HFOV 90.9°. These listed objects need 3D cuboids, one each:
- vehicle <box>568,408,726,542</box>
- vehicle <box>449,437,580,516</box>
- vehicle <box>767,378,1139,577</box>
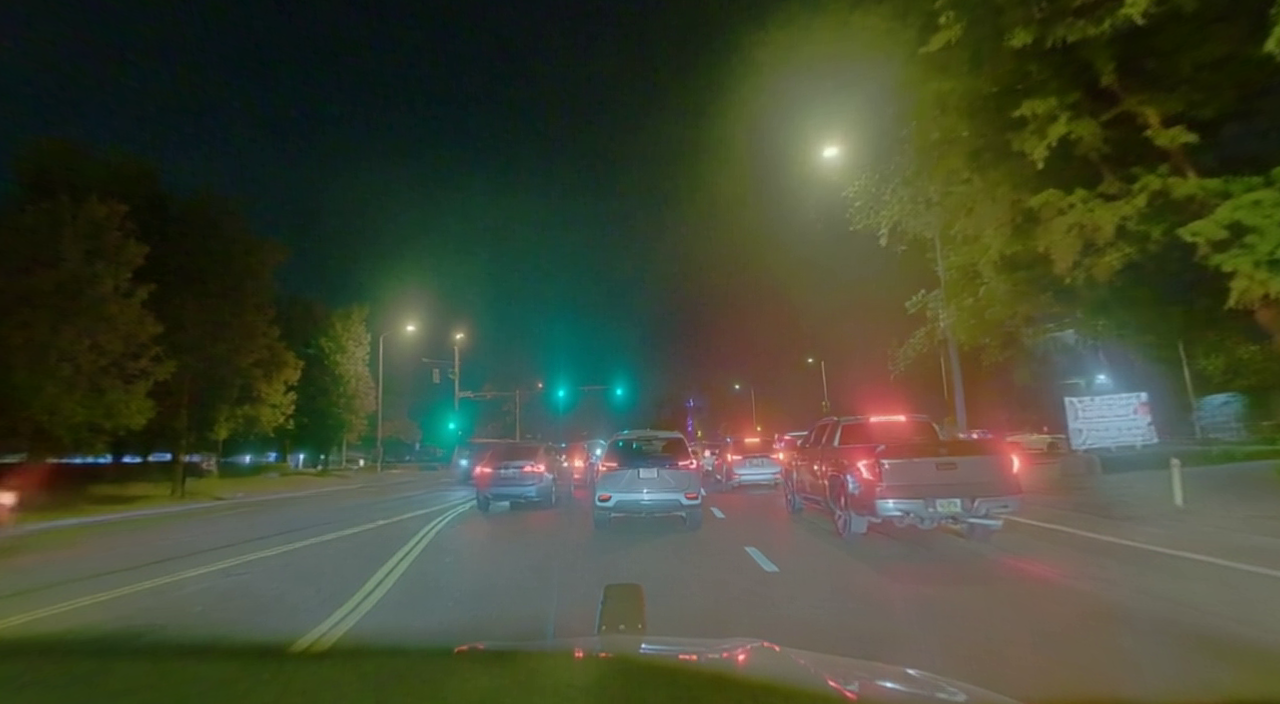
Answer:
[{"bbox_3d":[0.156,1.973,10.490,2.113,1.768,3.901,-1,-9,2],"label":"vehicle"},{"bbox_3d":[-2.642,2.761,14.439,2.023,1.494,4.259,-1,-9,2],"label":"vehicle"},{"bbox_3d":[3.563,1.660,9.012,2.317,1.857,5.940,-1,-9,1],"label":"vehicle"}]
